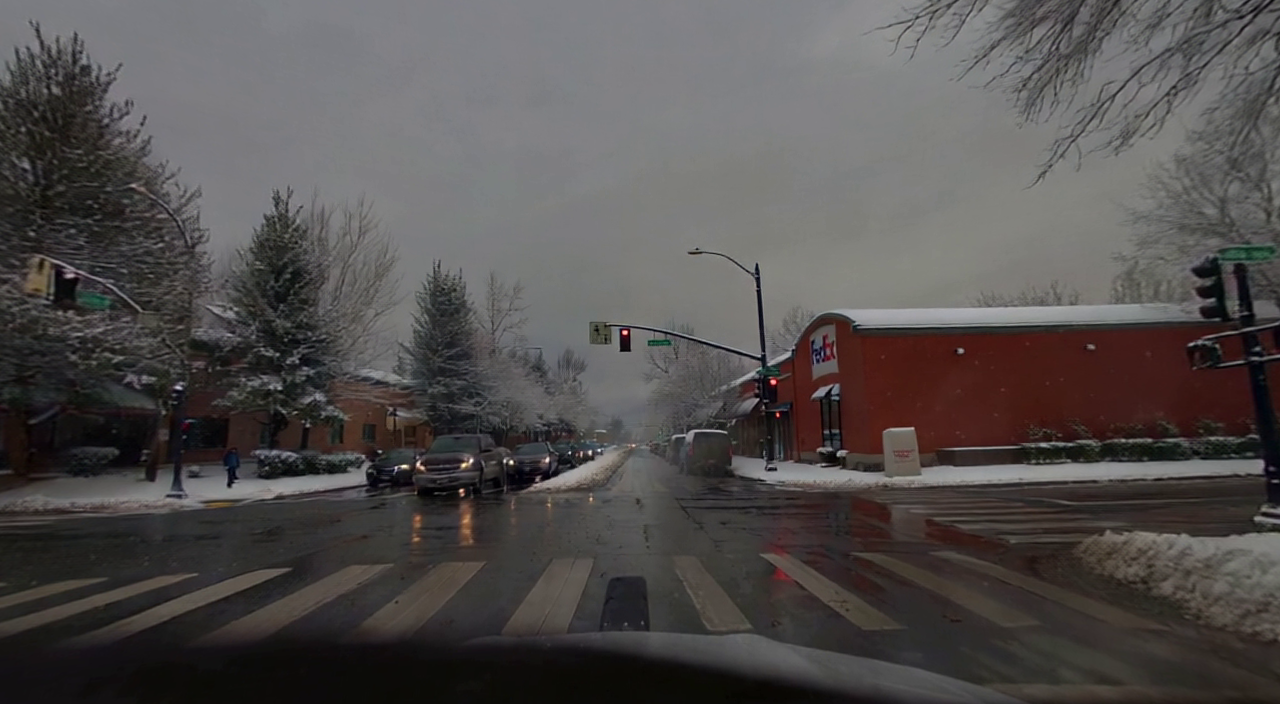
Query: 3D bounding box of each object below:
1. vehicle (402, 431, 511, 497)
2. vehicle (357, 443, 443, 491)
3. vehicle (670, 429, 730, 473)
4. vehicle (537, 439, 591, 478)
[{"bbox_3d":[-5.819,3.601,20.774,2.242,1.887,4.924,0,-8,-2],"label":"vehicle"},{"bbox_3d":[-9.948,4.760,26.561,2.216,1.804,4.526,1,-8,-5],"label":"vehicle"},{"bbox_3d":[3.100,5.312,34.021,2.557,2.188,5.164,0,-8,-2],"label":"vehicle"},{"bbox_3d":[-3.280,4.688,27.981,2.033,1.596,4.142,0,-8,-2],"label":"vehicle"}]
